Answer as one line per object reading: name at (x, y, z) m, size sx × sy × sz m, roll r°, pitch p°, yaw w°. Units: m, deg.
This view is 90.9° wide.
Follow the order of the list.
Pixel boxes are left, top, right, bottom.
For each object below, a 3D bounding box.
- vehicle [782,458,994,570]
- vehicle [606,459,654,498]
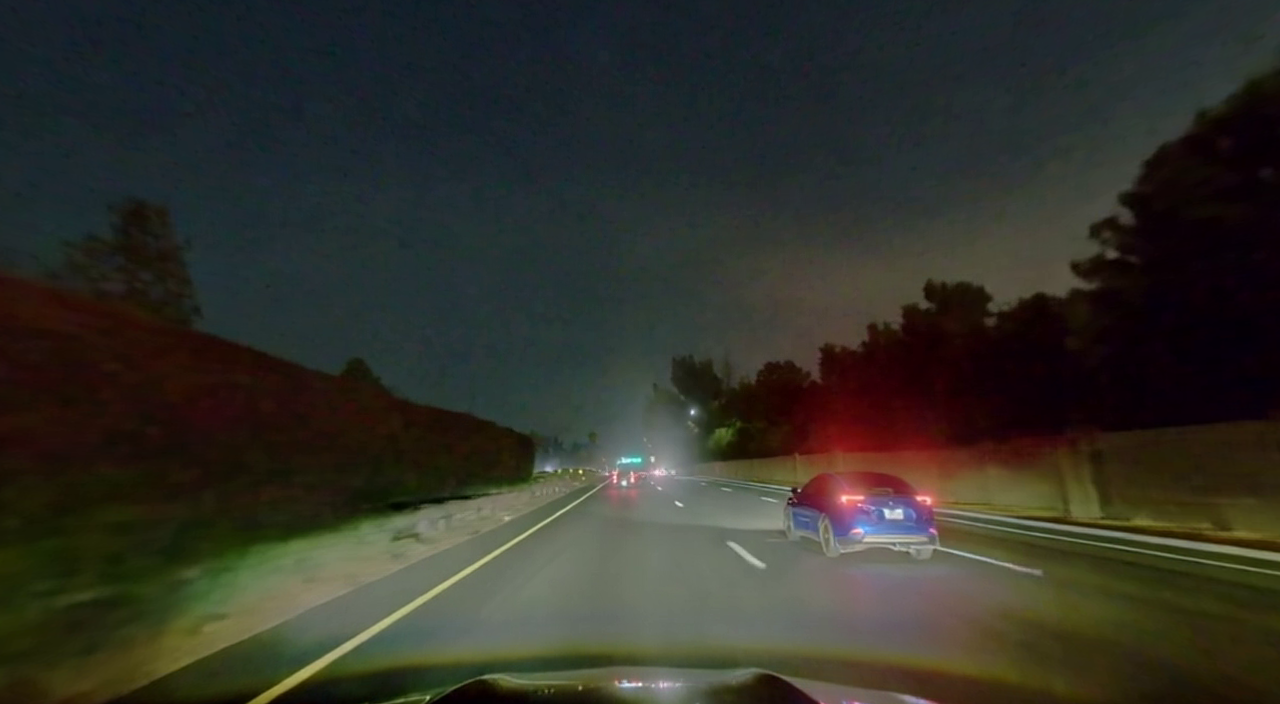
vehicle at (3.909, 2.636, 10.830) m, size 1.938 × 1.494 × 4.032 m, roll 1°, pitch -11°, yaw -1°
vehicle at (-0.458, 5.772, 28.972) m, size 2.037 × 1.605 × 3.833 m, roll 1°, pitch -11°, yaw -1°
